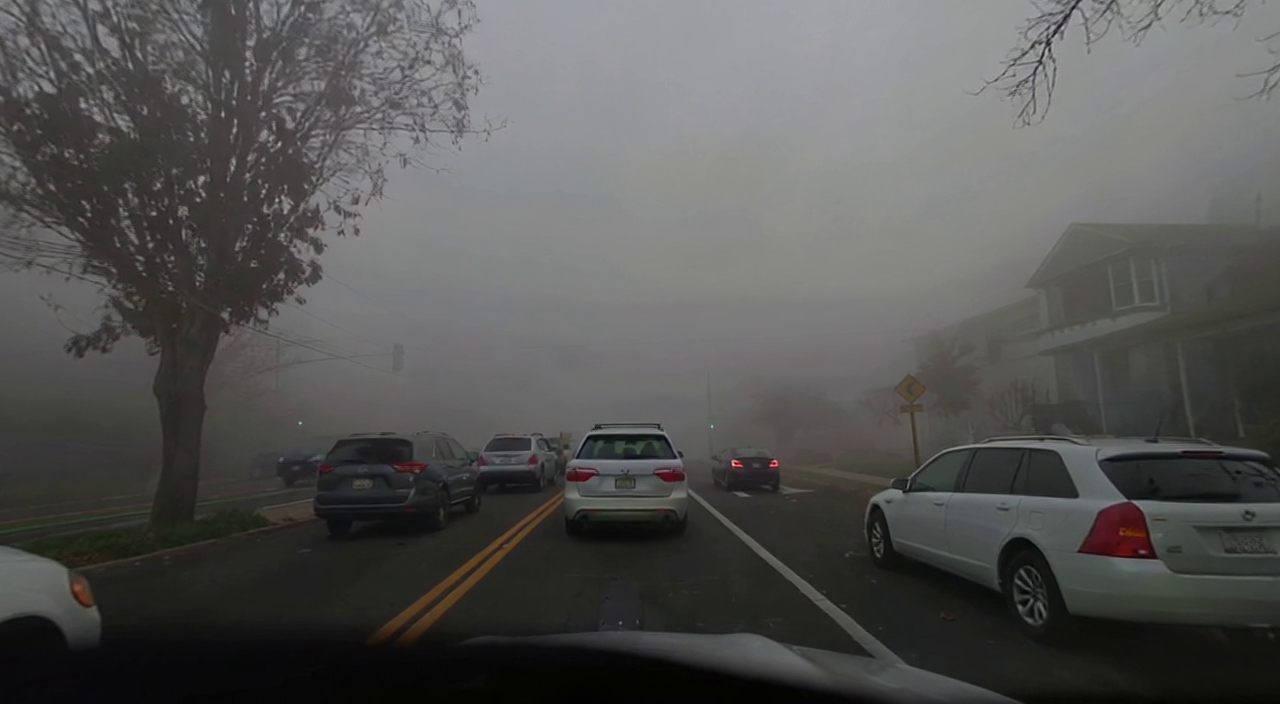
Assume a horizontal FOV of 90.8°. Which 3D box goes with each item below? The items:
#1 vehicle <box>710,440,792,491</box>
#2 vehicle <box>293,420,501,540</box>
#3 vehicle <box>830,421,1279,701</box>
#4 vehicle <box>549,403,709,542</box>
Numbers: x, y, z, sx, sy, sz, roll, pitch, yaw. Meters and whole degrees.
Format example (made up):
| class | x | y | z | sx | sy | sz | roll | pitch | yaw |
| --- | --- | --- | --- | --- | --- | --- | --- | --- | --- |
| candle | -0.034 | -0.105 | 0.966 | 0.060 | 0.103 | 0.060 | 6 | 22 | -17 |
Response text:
| class | x | y | z | sx | sy | sz | roll | pitch | yaw |
| --- | --- | --- | --- | --- | --- | --- | --- | --- | --- |
| vehicle | 3.502 | 3.649 | 20.656 | 1.880 | 1.476 | 3.932 | 0 | -8 | -1 |
| vehicle | -3.721 | 2.029 | 10.640 | 1.864 | 1.576 | 4.324 | 0 | -8 | -1 |
| vehicle | 3.472 | 1.457 | 5.754 | 1.977 | 1.480 | 4.589 | 0 | -8 | -1 |
| vehicle | -0.235 | 1.945 | 10.758 | 2.164 | 1.867 | 4.254 | 0 | -8 | -2 |
